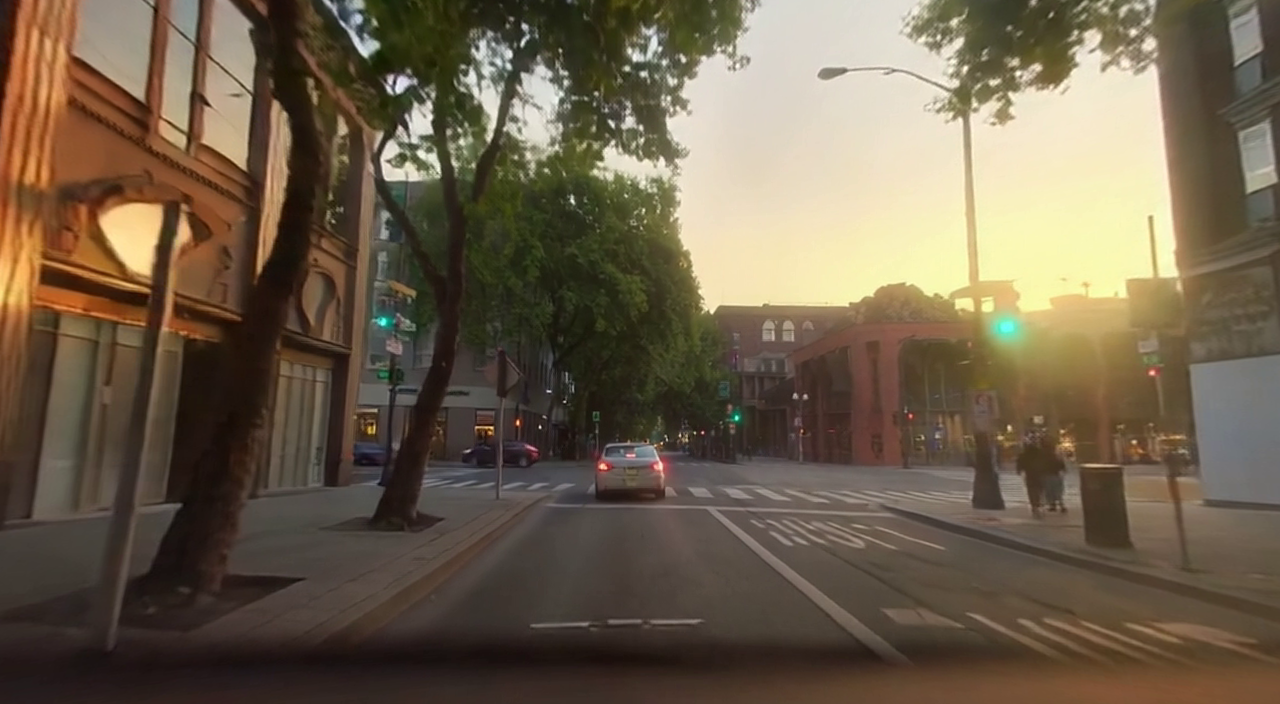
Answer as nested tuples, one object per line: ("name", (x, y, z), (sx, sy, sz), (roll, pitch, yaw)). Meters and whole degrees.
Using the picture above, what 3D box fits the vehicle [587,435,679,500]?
("vehicle", (-0.303, 3.017, 16.868), (2.106, 1.482, 4.459), (0, -9, -4))

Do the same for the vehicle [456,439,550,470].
("vehicle", (-6.986, 5.192, 32.120), (4.627, 1.468, 1.871), (-6, -10, 32))

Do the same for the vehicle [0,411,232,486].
("vehicle", (-17.864, 3.308, 21.726), (5.858, 2.396, 2.319), (1, -9, -2))
